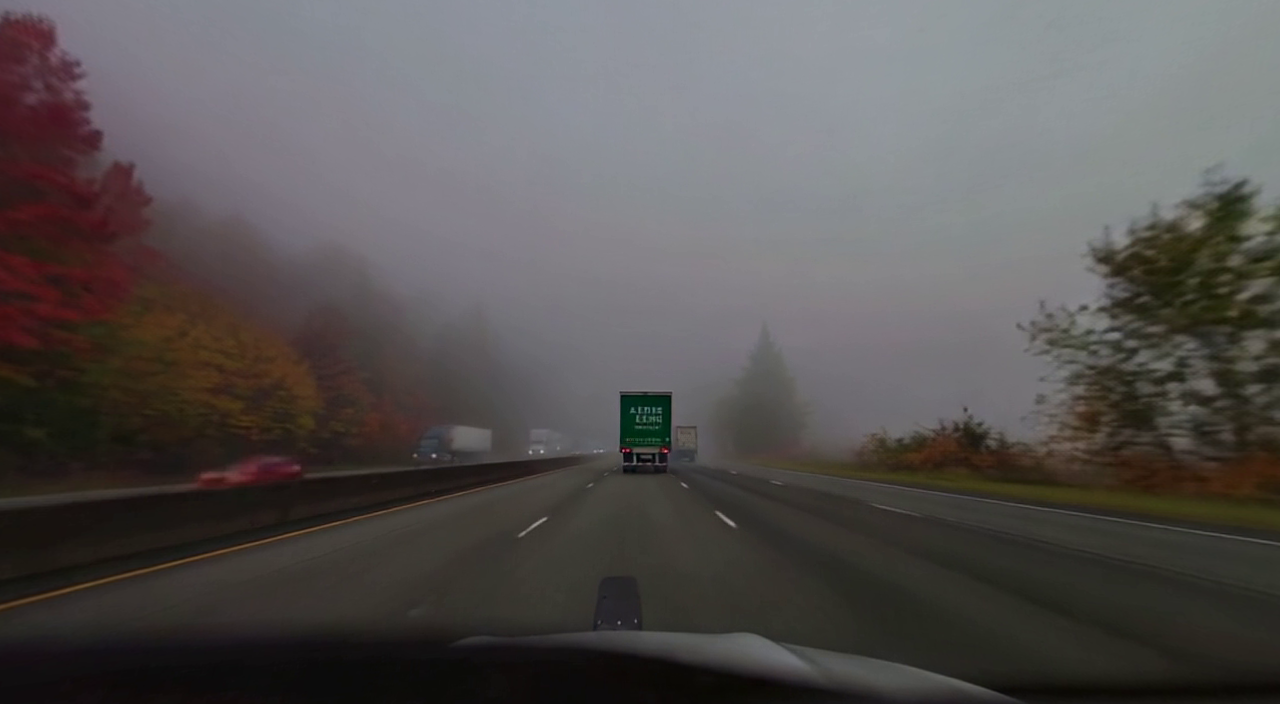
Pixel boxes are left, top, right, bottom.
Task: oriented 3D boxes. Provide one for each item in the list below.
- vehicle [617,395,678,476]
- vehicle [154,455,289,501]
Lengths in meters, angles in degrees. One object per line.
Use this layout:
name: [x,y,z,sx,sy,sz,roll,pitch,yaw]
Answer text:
vehicle: [0.385,5.009,37.034,3.057,4.073,10.792,0,-9,0]
vehicle: [-15.934,4.797,24.242,1.948,1.509,4.648,0,-9,1]
